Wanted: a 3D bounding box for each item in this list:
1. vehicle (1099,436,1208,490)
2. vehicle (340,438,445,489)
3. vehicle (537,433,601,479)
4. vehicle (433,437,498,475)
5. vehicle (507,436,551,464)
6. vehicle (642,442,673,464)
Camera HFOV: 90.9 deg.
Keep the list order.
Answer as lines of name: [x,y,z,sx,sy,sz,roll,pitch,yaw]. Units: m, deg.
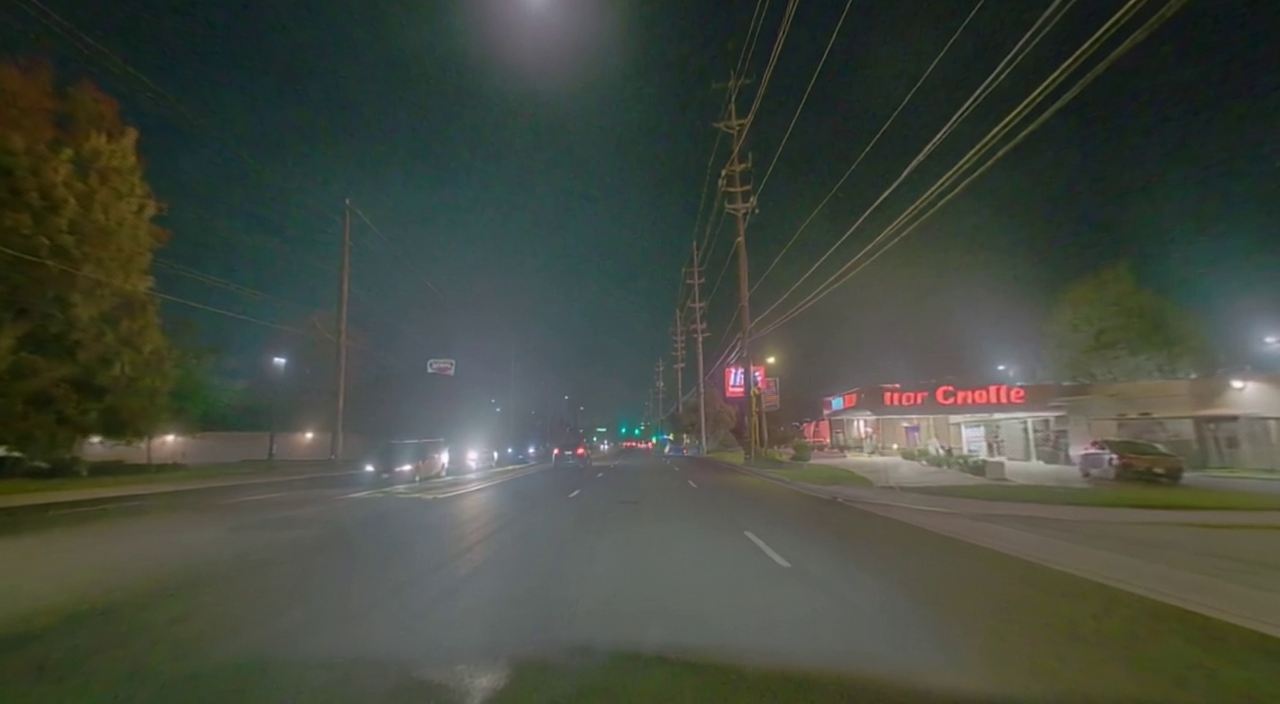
vehicle: [16.486,3.538,20.529,2.080,1.530,5.079,-5,-10,32]
vehicle: [-7.834,3.544,20.366,1.760,1.487,3.890,0,-8,1]
vehicle: [-2.754,4.165,25.405,2.047,1.664,4.148,0,-8,1]
vehicle: [-7.969,4.773,29.153,1.795,1.607,4.059,0,-8,1]
vehicle: [-7.611,6.797,43.797,2.009,1.773,4.925,0,-8,2]
vehicle: [1.218,6.896,43.224,1.978,1.455,4.195,0,-8,2]
